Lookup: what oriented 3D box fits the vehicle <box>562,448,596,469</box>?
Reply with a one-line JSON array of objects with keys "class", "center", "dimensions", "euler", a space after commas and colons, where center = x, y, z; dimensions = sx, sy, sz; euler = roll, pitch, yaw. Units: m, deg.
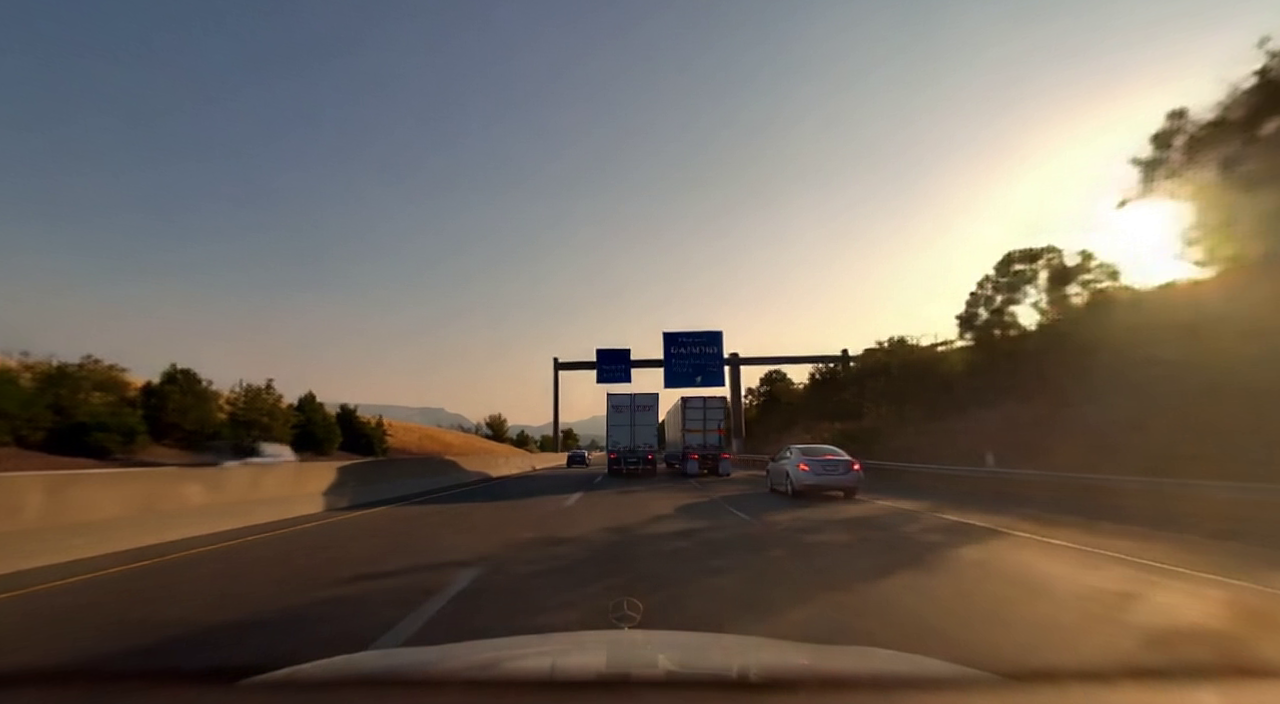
[{"class": "vehicle", "center": [-4.364, 7.677, 45.651], "dimensions": [2.067, 1.452, 4.085], "euler": [0, -9, 0]}]

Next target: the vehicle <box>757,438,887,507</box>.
[{"class": "vehicle", "center": [4.530, 3.094, 16.621], "dimensions": [2.086, 1.530, 4.808], "euler": [0, -9, 1]}]

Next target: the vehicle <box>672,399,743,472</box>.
[{"class": "vehicle", "center": [4.213, 5.862, 43.093], "dimensions": [3.044, 4.128, 14.482], "euler": [0, -9, -1]}]

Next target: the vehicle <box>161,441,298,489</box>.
[{"class": "vehicle", "center": [-15.943, 4.392, 24.911], "dimensions": [1.987, 1.686, 5.070], "euler": [0, -9, 0]}]

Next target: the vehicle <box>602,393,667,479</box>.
[{"class": "vehicle", "center": [-0.284, 4.470, 32.856], "dimensions": [2.864, 3.805, 9.709], "euler": [0, -9, -1]}]
